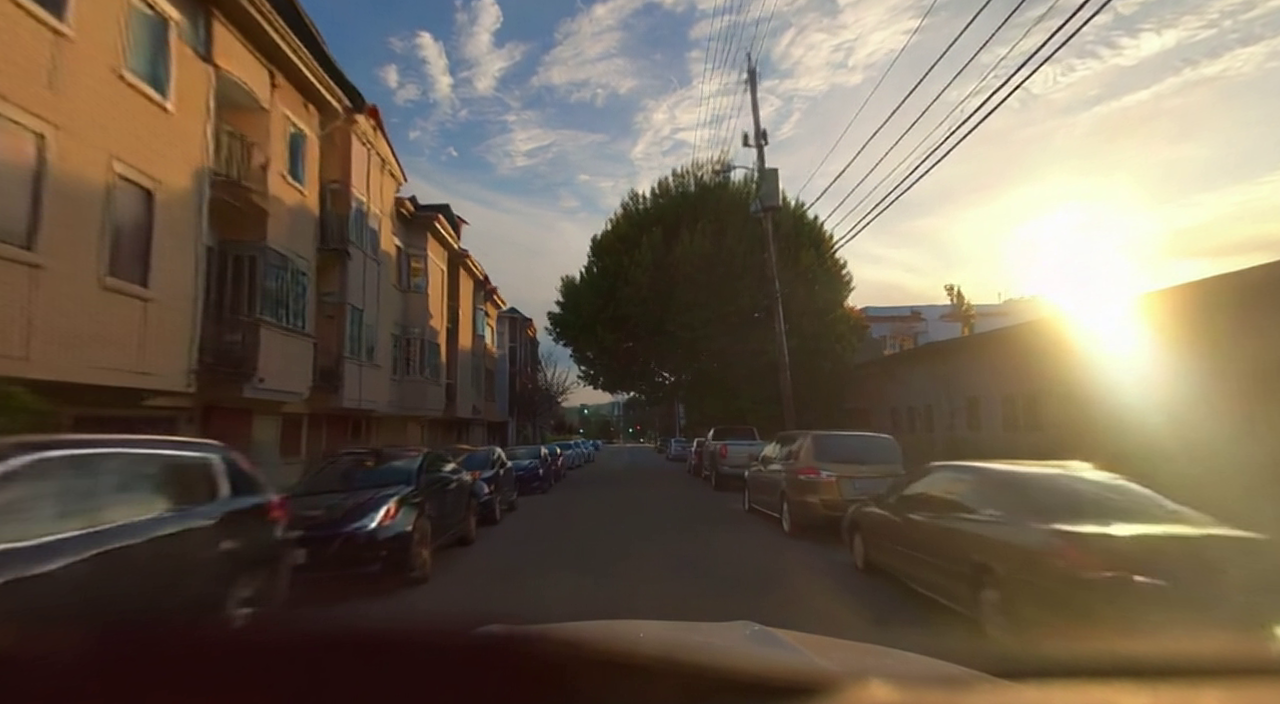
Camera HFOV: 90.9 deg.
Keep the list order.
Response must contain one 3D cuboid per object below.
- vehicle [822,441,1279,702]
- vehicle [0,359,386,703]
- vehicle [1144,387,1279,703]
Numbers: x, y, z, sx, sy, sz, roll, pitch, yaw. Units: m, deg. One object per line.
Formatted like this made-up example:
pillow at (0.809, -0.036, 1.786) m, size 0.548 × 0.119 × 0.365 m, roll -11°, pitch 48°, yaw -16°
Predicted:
vehicle at (3.205, 1.532, 5.626) m, size 1.809 × 1.444 × 3.882 m, roll 0°, pitch -8°, yaw -3°
vehicle at (-3.180, 1.084, 3.124) m, size 2.081 × 1.679 × 4.506 m, roll -3°, pitch -9°, yaw -1°
vehicle at (3.360, 0.812, 0.616) m, size 1.968 × 1.595 × 4.543 m, roll 7°, pitch -8°, yaw -2°
